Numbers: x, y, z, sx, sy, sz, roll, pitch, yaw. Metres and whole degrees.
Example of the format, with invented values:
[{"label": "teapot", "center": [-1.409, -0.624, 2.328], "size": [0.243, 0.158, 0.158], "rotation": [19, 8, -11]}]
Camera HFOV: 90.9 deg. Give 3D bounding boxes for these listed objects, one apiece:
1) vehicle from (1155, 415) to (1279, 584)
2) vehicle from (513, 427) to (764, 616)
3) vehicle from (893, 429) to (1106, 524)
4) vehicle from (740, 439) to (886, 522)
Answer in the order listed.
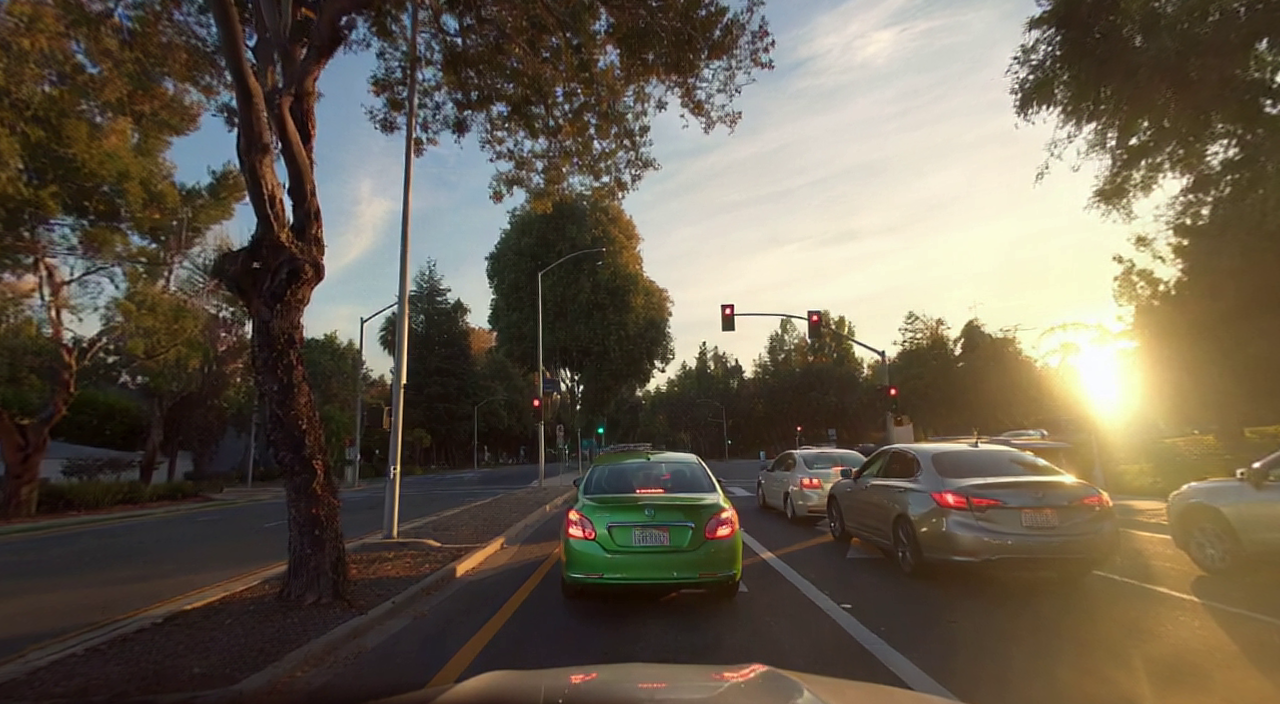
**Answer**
[{"label": "vehicle", "center": [6.932, 1.336, 5.588], "size": [1.783, 1.572, 3.421], "rotation": [0, -9, 1]}, {"label": "vehicle", "center": [0.009, 1.683, 7.096], "size": [2.015, 1.502, 3.898], "rotation": [0, -9, 1]}, {"label": "vehicle", "center": [7.014, 2.461, 12.915], "size": [1.923, 1.611, 4.094], "rotation": [0, -9, 0]}, {"label": "vehicle", "center": [3.528, 2.716, 13.828], "size": [1.934, 1.494, 4.446], "rotation": [0, -9, 0]}]
